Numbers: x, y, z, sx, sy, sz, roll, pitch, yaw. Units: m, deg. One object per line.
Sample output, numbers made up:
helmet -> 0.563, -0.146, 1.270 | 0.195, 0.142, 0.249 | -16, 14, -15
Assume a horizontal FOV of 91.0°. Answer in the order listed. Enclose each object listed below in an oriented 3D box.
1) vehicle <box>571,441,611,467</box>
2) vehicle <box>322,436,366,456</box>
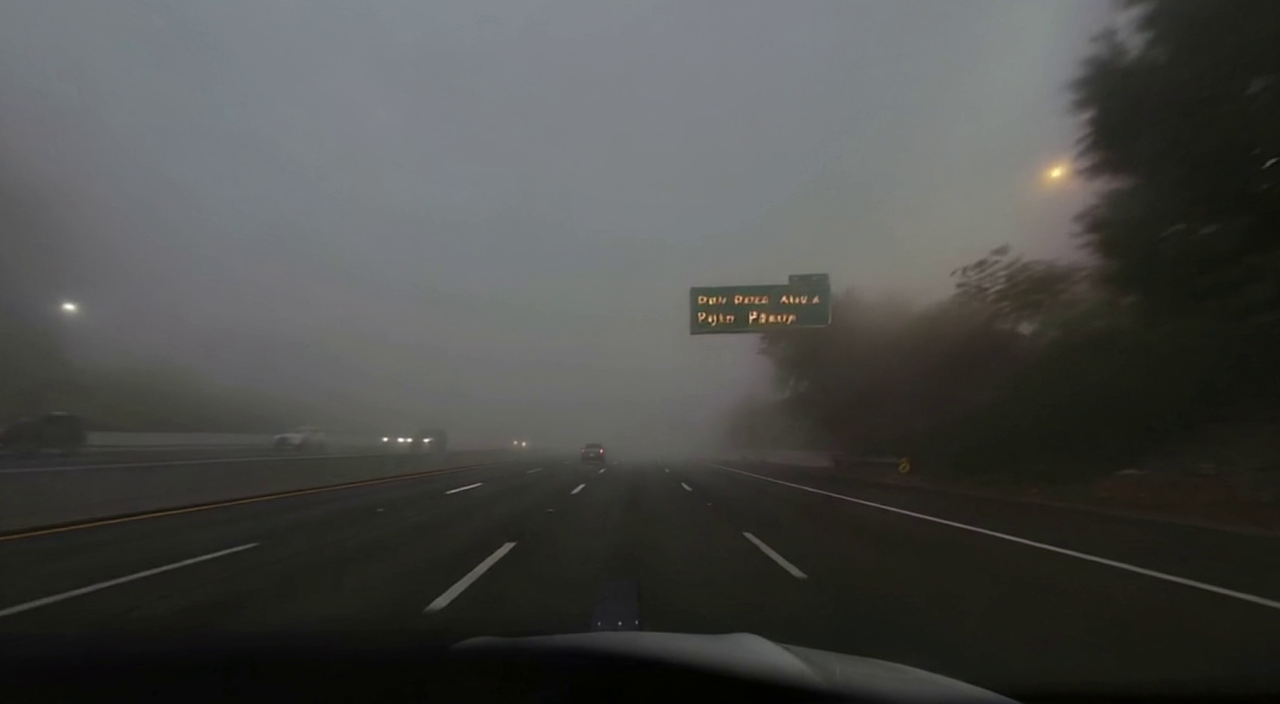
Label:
vehicle -> -3.034, 6.445, 40.021 | 2.088, 1.565, 4.410 | 0, -8, 2
vehicle -> -22.190, 7.072, 47.319 | 1.576, 1.373, 3.447 | 0, -8, 2
